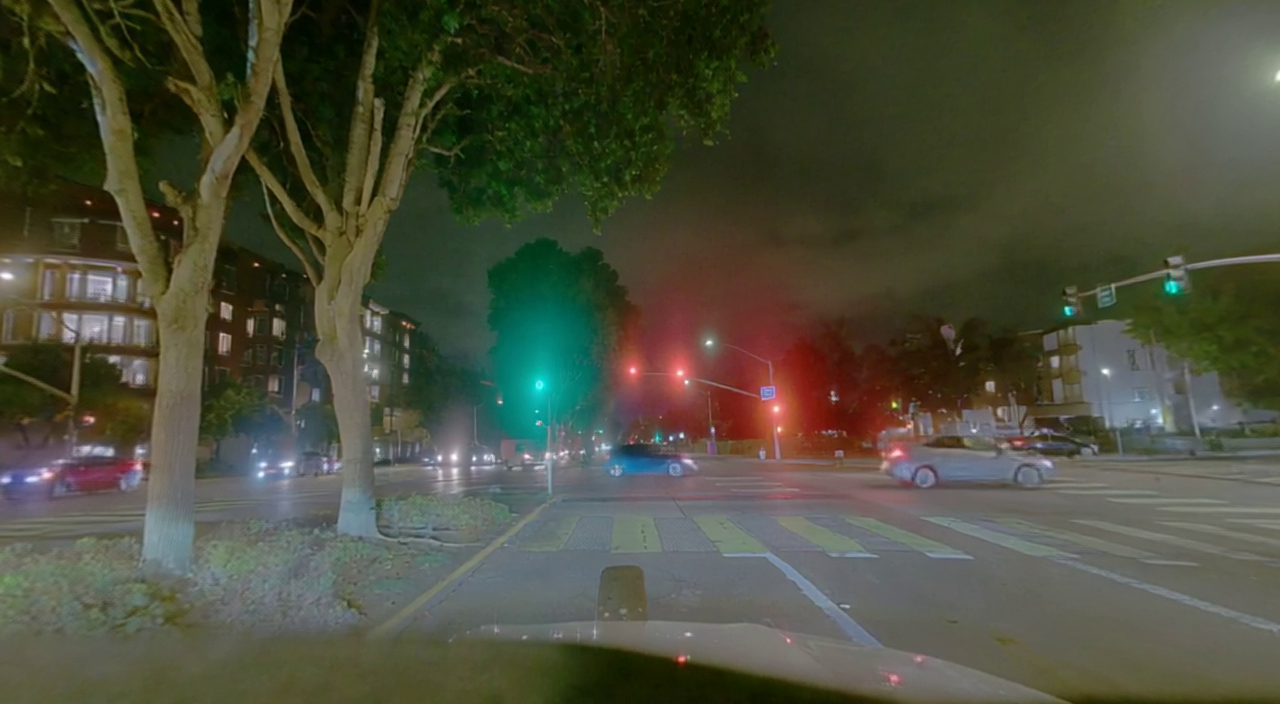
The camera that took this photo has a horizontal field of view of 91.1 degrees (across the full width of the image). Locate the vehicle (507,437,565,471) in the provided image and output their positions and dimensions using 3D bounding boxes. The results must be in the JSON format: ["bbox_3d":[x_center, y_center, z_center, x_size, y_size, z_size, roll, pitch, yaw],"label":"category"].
[{"bbox_3d":[-6.272,6.016,37.378,2.276,1.842,4.958,4,-9,-23],"label":"vehicle"}]

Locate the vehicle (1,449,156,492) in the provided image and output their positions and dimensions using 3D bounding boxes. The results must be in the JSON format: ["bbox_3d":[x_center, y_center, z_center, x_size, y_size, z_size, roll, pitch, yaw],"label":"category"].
[{"bbox_3d":[-21.668,4.562,24.544,1.853,1.456,4.531,0,-8,0],"label":"vehicle"}]

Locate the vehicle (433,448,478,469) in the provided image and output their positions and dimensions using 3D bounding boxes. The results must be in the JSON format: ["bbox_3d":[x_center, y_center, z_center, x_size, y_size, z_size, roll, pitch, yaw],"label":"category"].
[{"bbox_3d":[-12.228,7.037,41.769,1.921,1.304,4.050,0,-8,-3],"label":"vehicle"}]

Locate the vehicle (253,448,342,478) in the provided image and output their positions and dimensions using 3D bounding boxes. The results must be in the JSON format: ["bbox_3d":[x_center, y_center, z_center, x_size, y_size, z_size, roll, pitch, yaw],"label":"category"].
[{"bbox_3d":[-18.292,5.910,33.843,2.203,1.471,4.723,0,-8,-1],"label":"vehicle"}]

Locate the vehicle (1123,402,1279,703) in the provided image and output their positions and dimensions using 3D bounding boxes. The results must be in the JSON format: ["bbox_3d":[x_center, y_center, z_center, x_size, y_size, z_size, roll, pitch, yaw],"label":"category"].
[{"bbox_3d":[3.092,0.658,0.419,1.990,1.454,4.490,0,-8,1],"label":"vehicle"}]

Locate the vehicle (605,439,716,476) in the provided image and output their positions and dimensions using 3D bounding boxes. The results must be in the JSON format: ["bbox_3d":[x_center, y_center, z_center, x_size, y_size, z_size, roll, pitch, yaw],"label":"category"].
[{"bbox_3d":[0.850,4.771,28.749,5.017,1.515,2.006,-8,-12,44],"label":"vehicle"}]

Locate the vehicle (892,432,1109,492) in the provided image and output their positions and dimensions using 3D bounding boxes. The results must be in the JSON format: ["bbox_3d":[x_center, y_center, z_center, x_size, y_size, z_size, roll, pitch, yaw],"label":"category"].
[{"bbox_3d":[9.589,2.964,17.196,4.719,1.449,2.026,-2,-9,16],"label":"vehicle"}]
